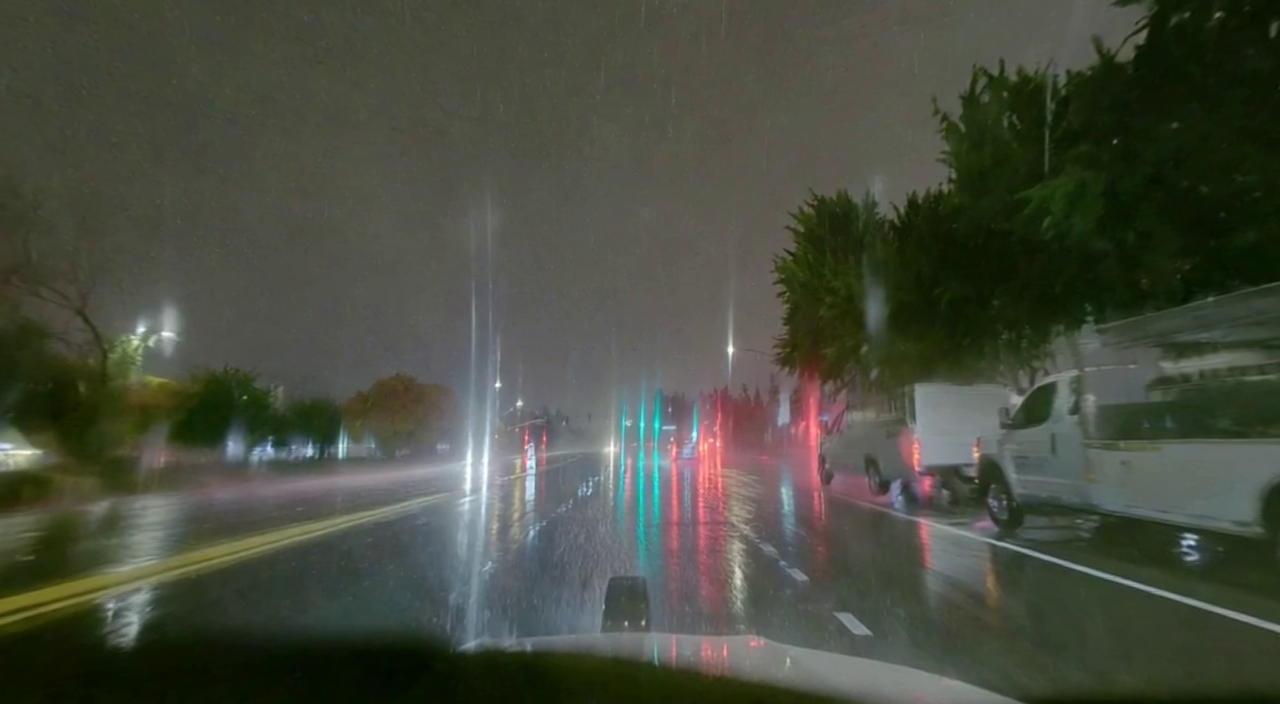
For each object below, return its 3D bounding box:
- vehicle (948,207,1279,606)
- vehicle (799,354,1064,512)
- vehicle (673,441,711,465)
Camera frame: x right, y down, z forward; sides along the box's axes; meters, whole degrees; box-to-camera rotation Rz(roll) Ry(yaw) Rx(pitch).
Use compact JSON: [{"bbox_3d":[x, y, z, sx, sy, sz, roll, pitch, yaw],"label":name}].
[{"bbox_3d":[6.777,0.608,6.352,2.974,3.265,8.394,0,-8,0],"label":"vehicle"},{"bbox_3d":[6.882,2.226,16.881,3.013,3.152,8.476,0,-8,0],"label":"vehicle"},{"bbox_3d":[3.250,6.415,40.220,2.057,1.470,4.454,0,-8,0],"label":"vehicle"}]
